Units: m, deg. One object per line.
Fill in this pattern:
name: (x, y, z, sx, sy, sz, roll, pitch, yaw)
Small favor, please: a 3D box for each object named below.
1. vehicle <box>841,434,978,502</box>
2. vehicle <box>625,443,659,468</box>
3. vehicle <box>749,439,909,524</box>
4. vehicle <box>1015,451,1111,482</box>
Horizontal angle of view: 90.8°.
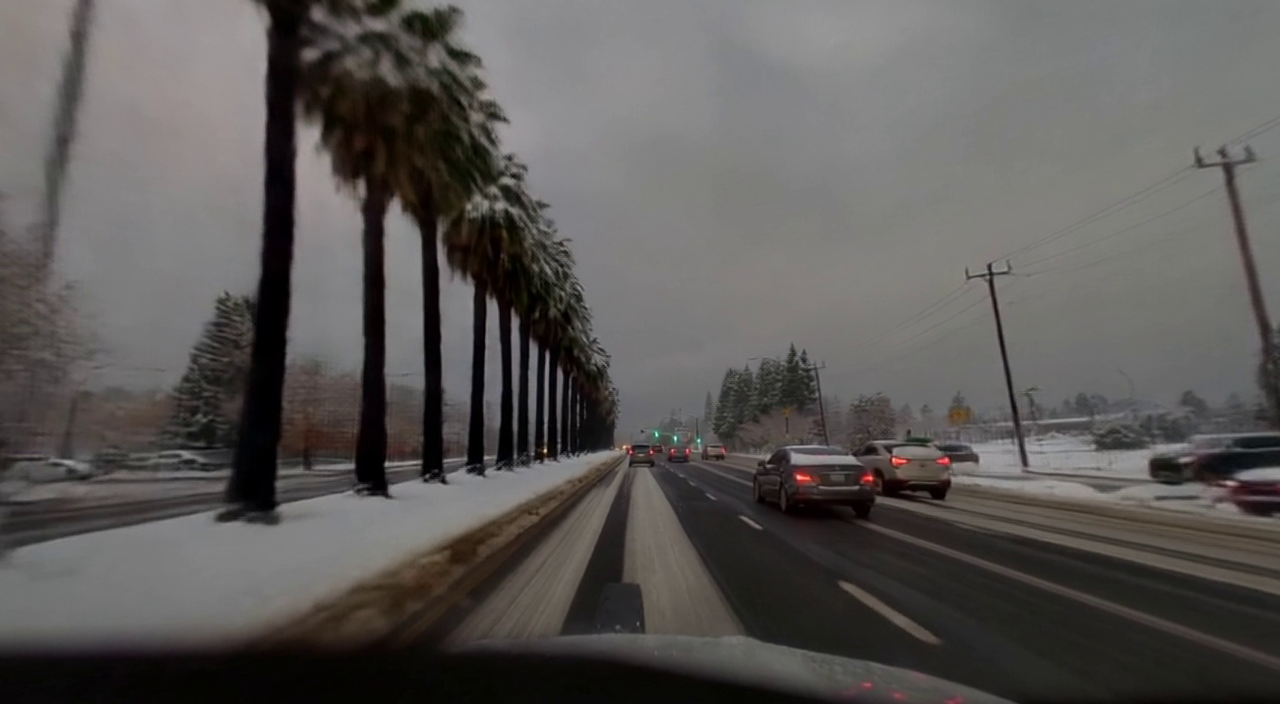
vehicle: (7.397, 3.211, 17.919, 1.916, 1.646, 4.258, 1, -8, -1)
vehicle: (0.105, 6.506, 39.807, 2.031, 1.444, 4.361, 1, -8, -1)
vehicle: (3.693, 2.603, 13.313, 1.875, 1.452, 4.453, 1, -8, -2)
vehicle: (21.672, 5.846, 32.592, 1.854, 1.411, 4.490, 0, -8, 0)
